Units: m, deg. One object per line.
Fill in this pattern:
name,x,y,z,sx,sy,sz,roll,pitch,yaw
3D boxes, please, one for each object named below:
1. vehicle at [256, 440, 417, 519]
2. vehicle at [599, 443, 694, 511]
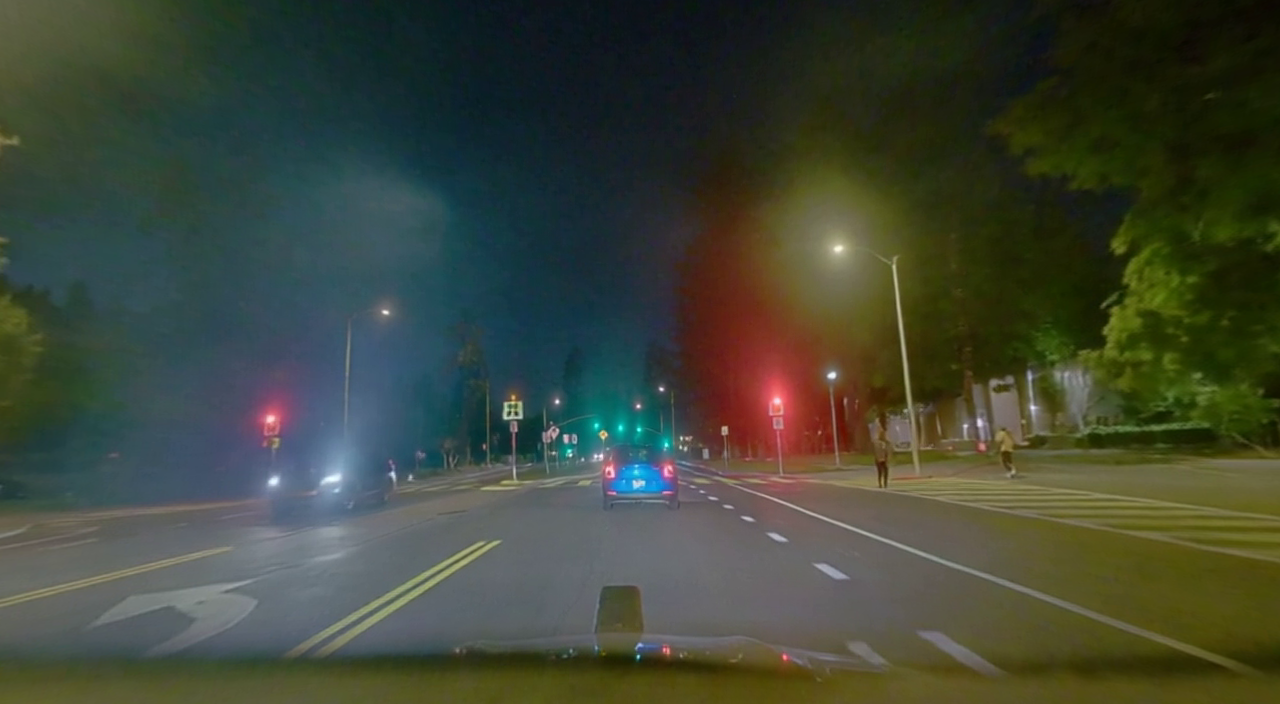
vehicle,-8.470,3.556,18.331,2.179,1.933,5.034,0,-9,0
vehicle,0.084,3.277,17.093,2.221,1.570,4.398,0,-9,-2
